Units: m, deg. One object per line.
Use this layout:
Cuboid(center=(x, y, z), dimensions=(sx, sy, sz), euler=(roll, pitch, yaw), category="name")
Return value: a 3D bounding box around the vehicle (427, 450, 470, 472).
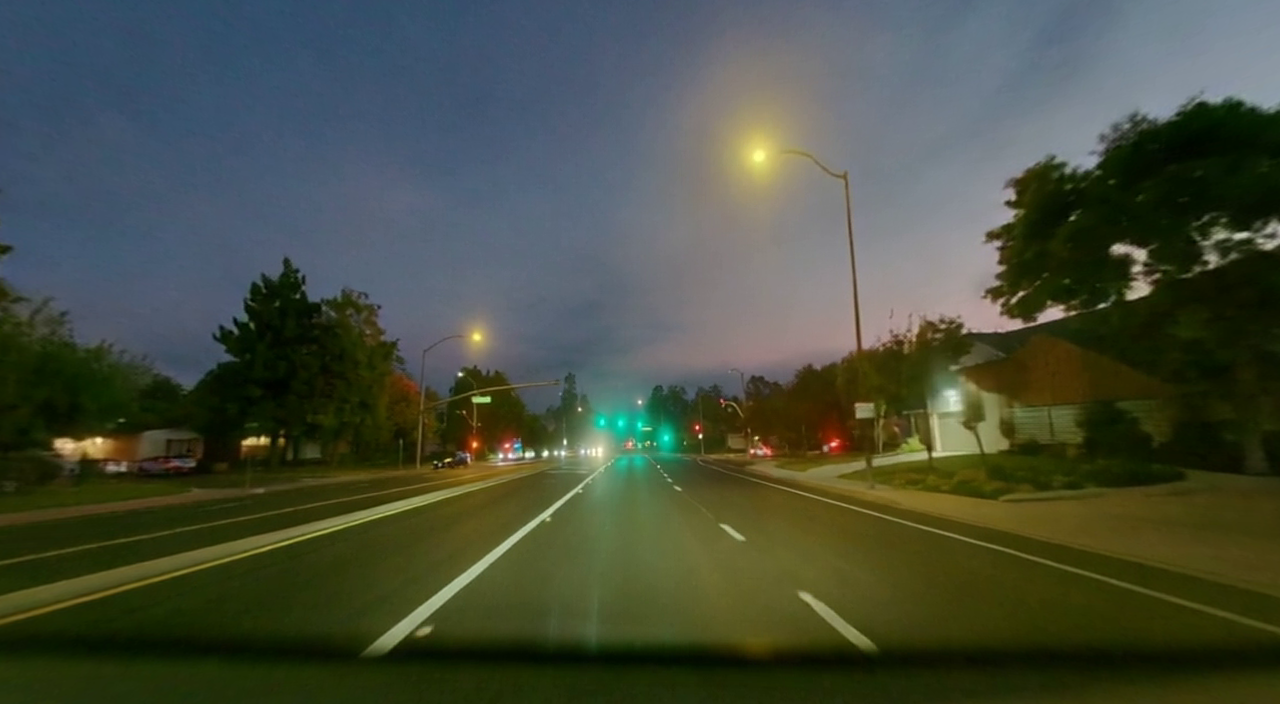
Cuboid(center=(-14.024, 7.969, 46.483), dimensions=(1.888, 1.470, 4.282), euler=(0, -8, 0), category="vehicle")
